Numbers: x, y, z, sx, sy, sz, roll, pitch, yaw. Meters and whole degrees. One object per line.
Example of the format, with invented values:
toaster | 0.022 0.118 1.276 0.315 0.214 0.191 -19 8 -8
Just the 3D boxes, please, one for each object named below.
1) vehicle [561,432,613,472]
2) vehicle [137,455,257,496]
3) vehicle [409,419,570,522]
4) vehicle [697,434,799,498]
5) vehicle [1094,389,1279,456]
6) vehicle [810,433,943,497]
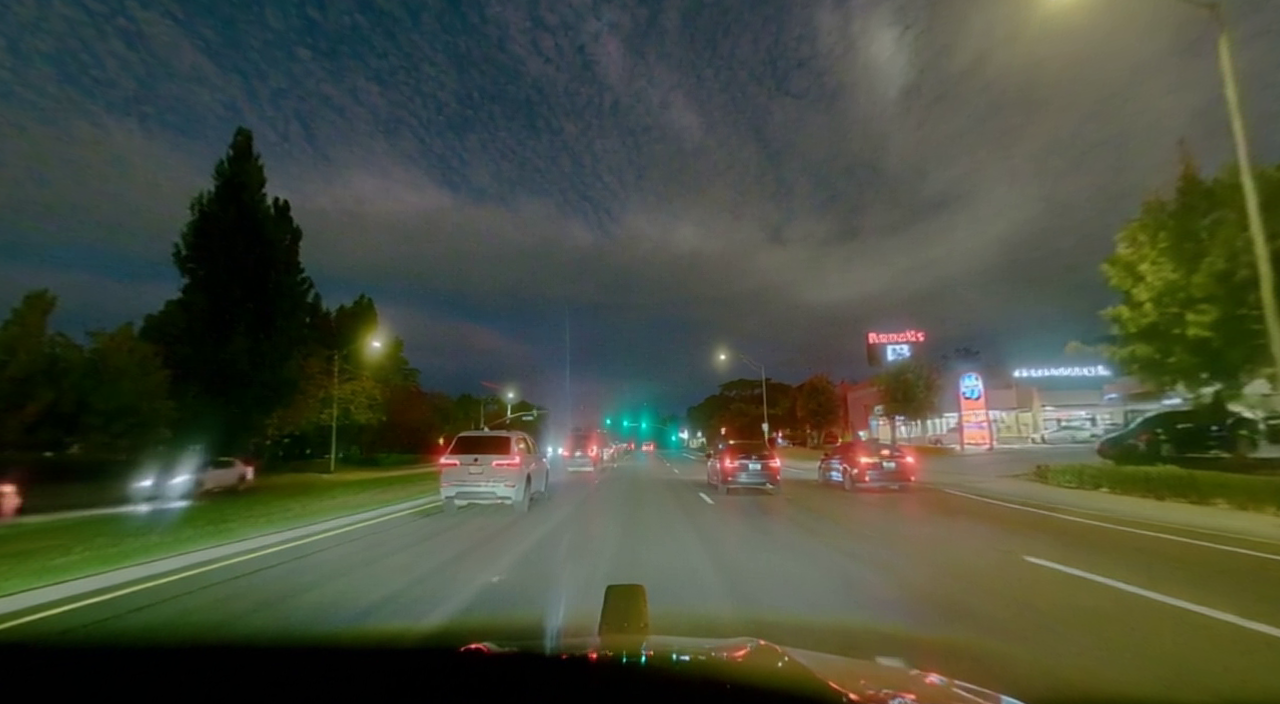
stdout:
vehicle | -2.509 4.899 31.045 2.117 1.799 4.442 0 -9 1
vehicle | -17.837 4.975 25.680 1.749 1.454 4.318 0 -9 0
vehicle | -2.813 2.353 12.972 2.141 1.719 4.379 -1 -9 1
vehicle | 2.803 3.069 17.365 2.004 1.512 4.206 0 -9 0
vehicle | 16.619 2.172 18.903 4.953 1.804 2.337 3 -9 -21
vehicle | 6.372 3.104 17.673 1.881 1.540 4.750 0 -9 0
